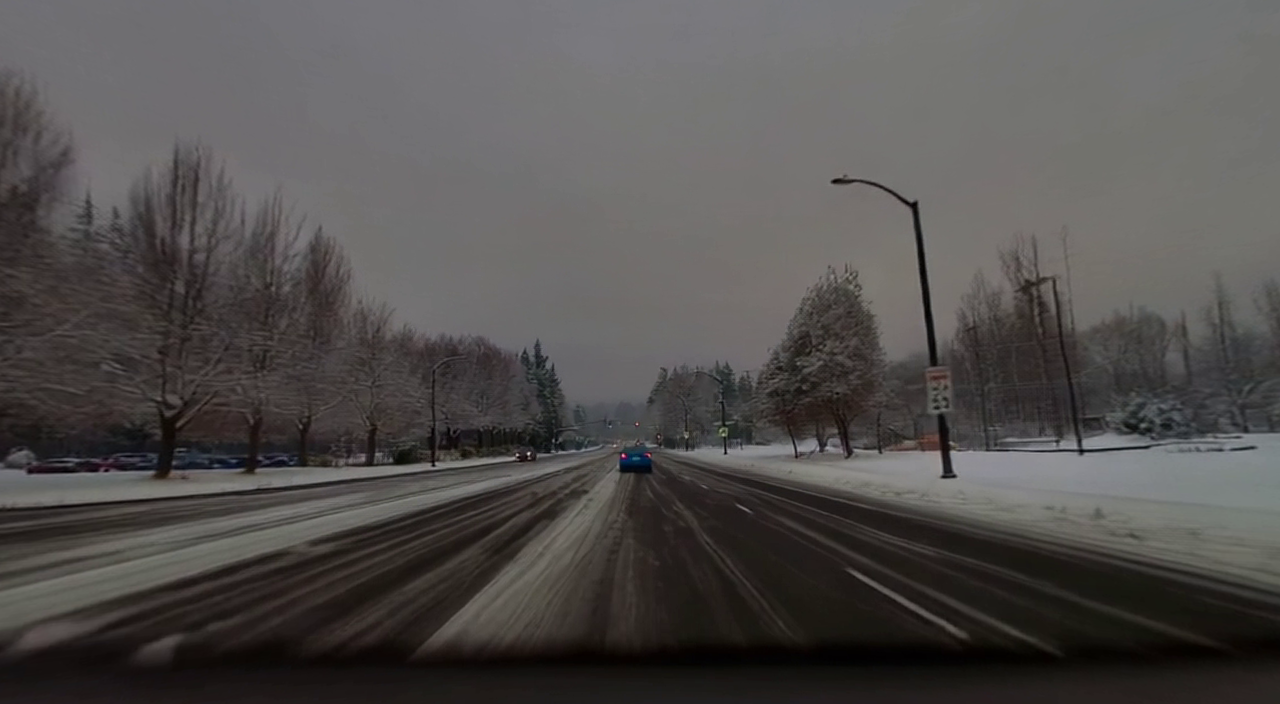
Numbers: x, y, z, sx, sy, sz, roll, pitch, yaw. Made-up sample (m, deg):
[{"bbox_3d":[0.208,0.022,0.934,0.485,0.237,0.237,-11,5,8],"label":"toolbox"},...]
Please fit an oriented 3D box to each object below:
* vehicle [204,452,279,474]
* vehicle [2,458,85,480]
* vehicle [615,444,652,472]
[{"bbox_3d":[-30.149,8.401,47.787,4.392,1.602,1.860,-1,-8,1],"label":"vehicle"},{"bbox_3d":[-42.881,8.397,45.416,4.030,1.479,1.868,0,-8,-1],"label":"vehicle"},{"bbox_3d":[-0.391,6.058,36.436,1.978,1.499,3.915,0,-8,-1],"label":"vehicle"}]
